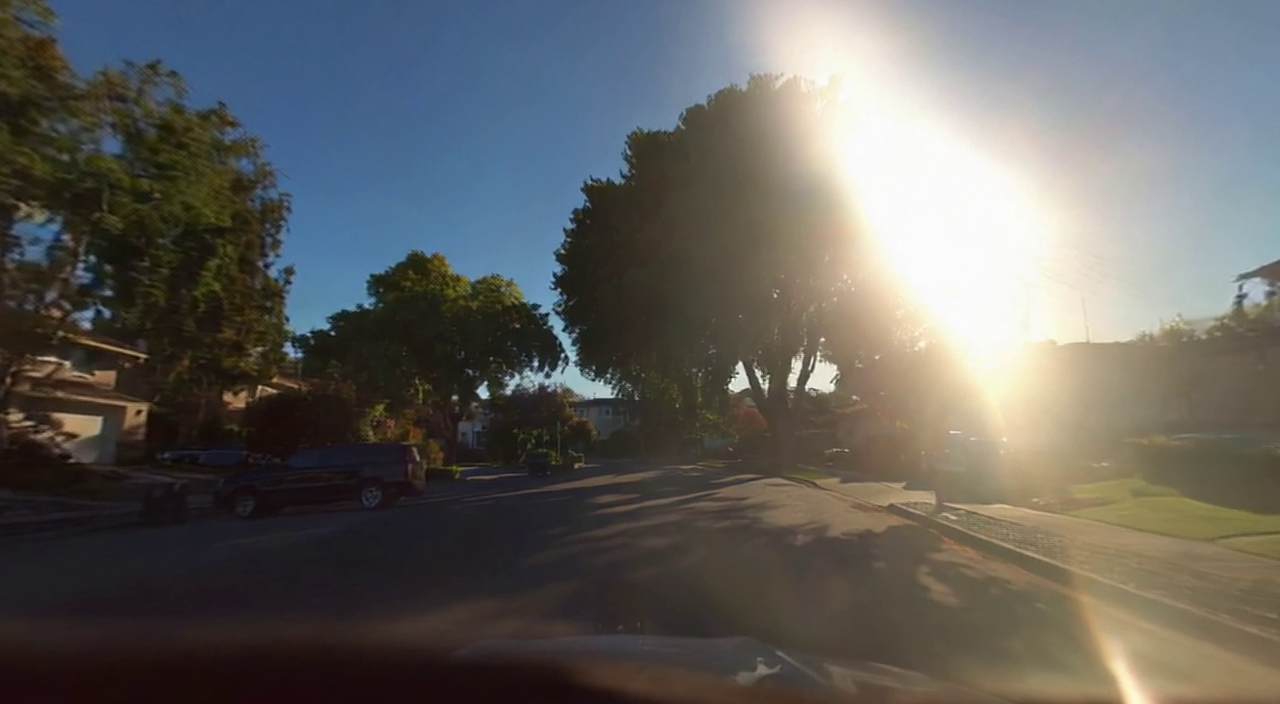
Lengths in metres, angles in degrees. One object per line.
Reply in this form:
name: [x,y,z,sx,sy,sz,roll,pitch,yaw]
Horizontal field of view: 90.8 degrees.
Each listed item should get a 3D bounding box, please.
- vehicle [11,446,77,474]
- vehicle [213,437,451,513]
vehicle: [-33.573,6.024,35.539,4.764,1.487,2.002,-7,-11,40]
vehicle: [-7.221,2.900,15.170,4.692,1.660,1.879,0,-9,2]
